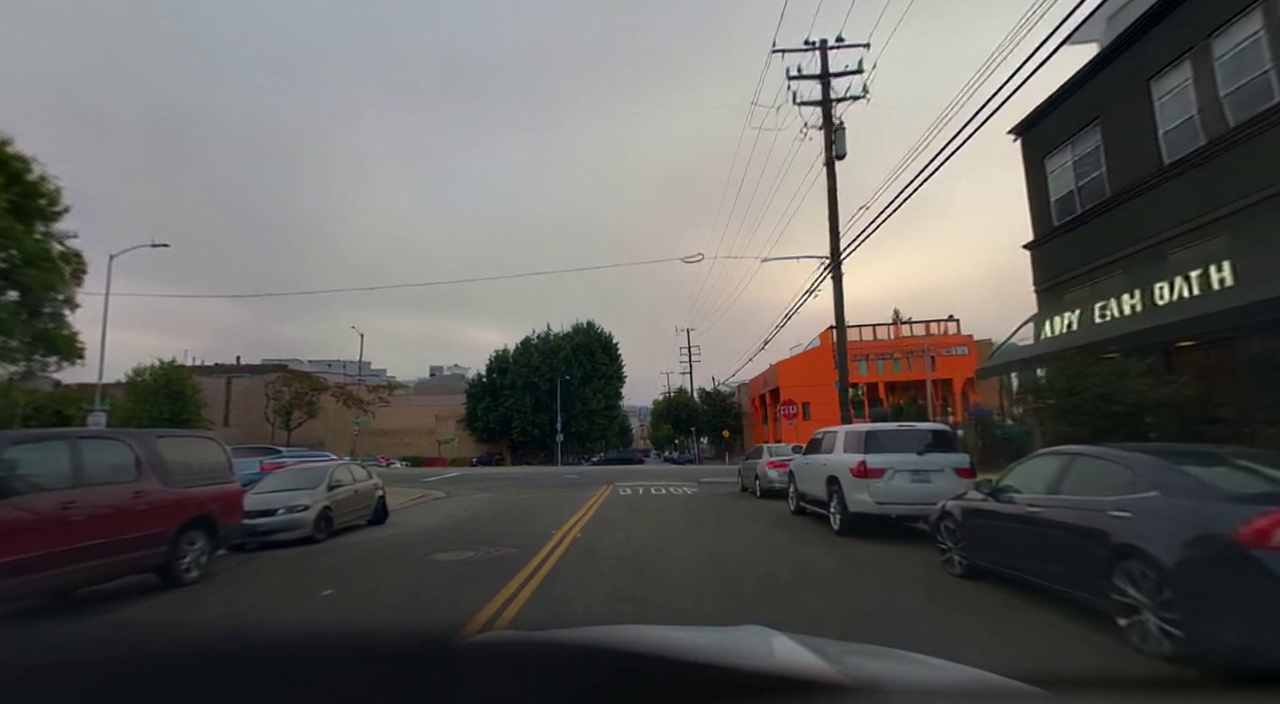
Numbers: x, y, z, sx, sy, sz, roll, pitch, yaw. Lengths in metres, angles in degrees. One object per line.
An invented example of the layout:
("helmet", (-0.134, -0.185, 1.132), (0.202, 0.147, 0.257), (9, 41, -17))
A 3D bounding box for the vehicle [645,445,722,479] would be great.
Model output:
("vehicle", (2.207, 5.294, 30.688), (2.033, 1.464, 4.645), (-4, -9, 27))

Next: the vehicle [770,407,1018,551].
("vehicle", (3.894, 2.002, 10.855), (2.178, 1.856, 4.756), (2, -7, -2))

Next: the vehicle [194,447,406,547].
("vehicle", (-5.890, 2.505, 11.532), (1.820, 1.482, 3.737), (0, -8, -1))

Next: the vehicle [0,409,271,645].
("vehicle", (-5.984, 1.494, 5.881), (2.146, 1.775, 5.117), (0, -8, -2))

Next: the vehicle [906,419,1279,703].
("vehicle", (4.020, 1.360, 5.099), (1.840, 1.452, 4.517), (0, -8, 1))
